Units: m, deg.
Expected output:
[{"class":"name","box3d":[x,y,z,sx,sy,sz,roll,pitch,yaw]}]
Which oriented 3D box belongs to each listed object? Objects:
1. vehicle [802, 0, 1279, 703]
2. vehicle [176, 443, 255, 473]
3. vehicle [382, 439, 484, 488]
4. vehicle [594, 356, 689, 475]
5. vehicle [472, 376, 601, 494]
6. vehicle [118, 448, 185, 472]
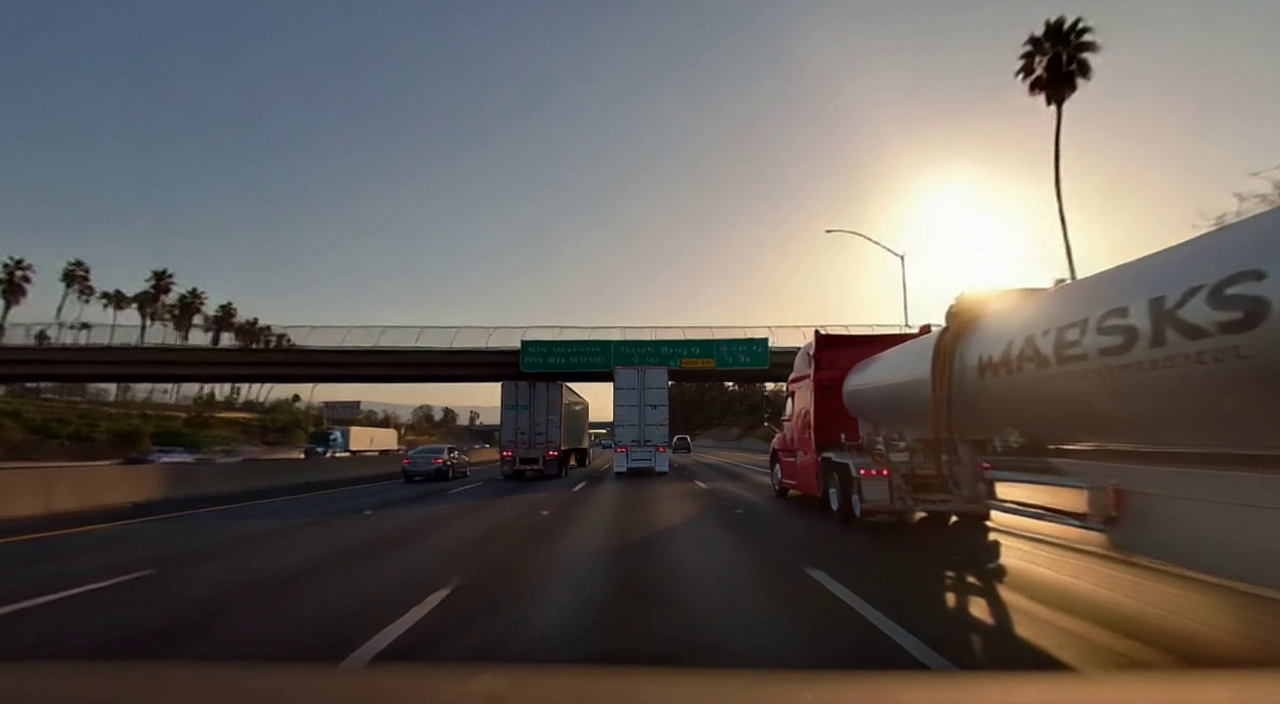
[{"class":"vehicle","box3d":[4.322,-0.092,4.135,2.887,4.178,14.553,0,-8,1]},{"class":"vehicle","box3d":[-20.213,5.047,30.177,1.435,1.333,3.228,0,-8,1]},{"class":"vehicle","box3d":[-6.844,3.719,21.429,1.916,1.465,4.451,0,-8,1]},{"class":"vehicle","box3d":[0.092,3.470,29.790,3.097,3.856,18.209,-1,-9,0]},{"class":"vehicle","box3d":[-3.216,3.083,23.083,2.786,3.228,11.082,0,-8,0]},{"class":"vehicle","box3d":[-31.712,7.003,41.043,1.569,1.389,3.433,0,-8,1]}]
